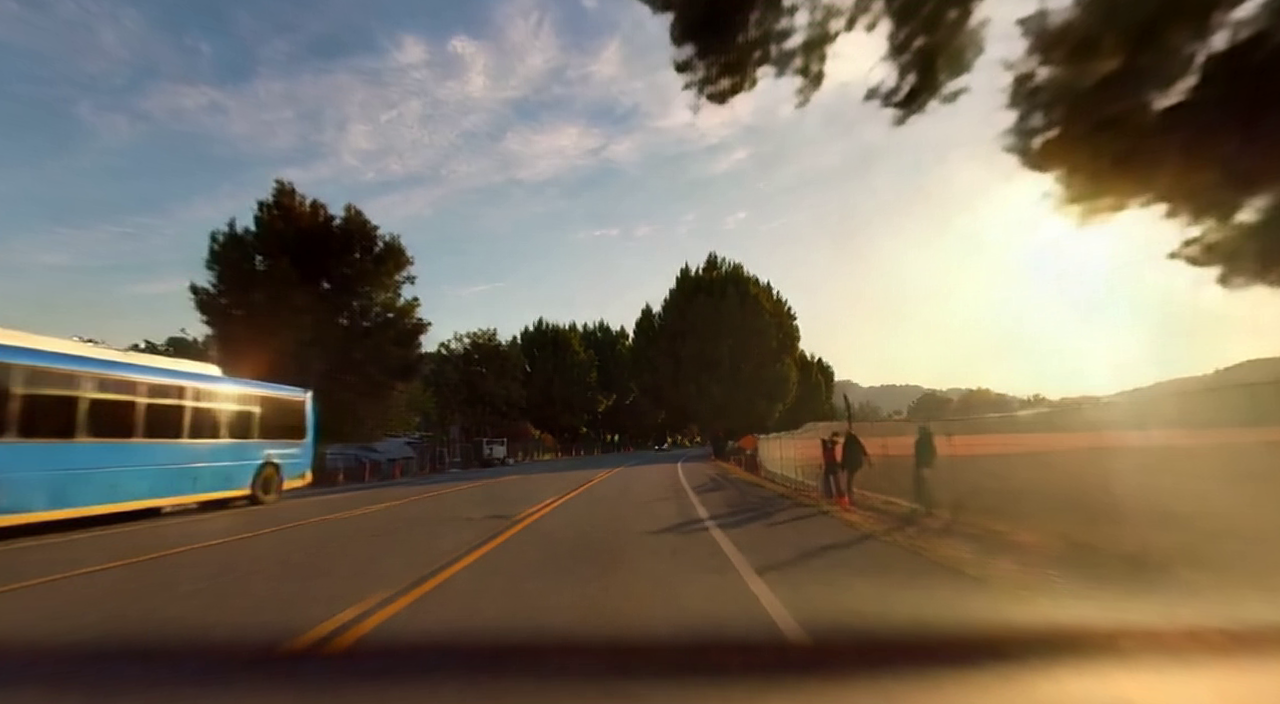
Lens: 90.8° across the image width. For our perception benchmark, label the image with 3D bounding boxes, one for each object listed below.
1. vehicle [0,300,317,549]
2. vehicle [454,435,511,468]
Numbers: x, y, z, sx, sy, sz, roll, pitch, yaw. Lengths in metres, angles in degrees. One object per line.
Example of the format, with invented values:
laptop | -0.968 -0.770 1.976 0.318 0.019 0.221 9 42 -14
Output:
vehicle | -10.693 1.440 11.602 3.092 3.562 12.230 -4 -7 1
vehicle | -10.775 6.819 43.706 2.244 2.022 6.102 -3 -8 1
